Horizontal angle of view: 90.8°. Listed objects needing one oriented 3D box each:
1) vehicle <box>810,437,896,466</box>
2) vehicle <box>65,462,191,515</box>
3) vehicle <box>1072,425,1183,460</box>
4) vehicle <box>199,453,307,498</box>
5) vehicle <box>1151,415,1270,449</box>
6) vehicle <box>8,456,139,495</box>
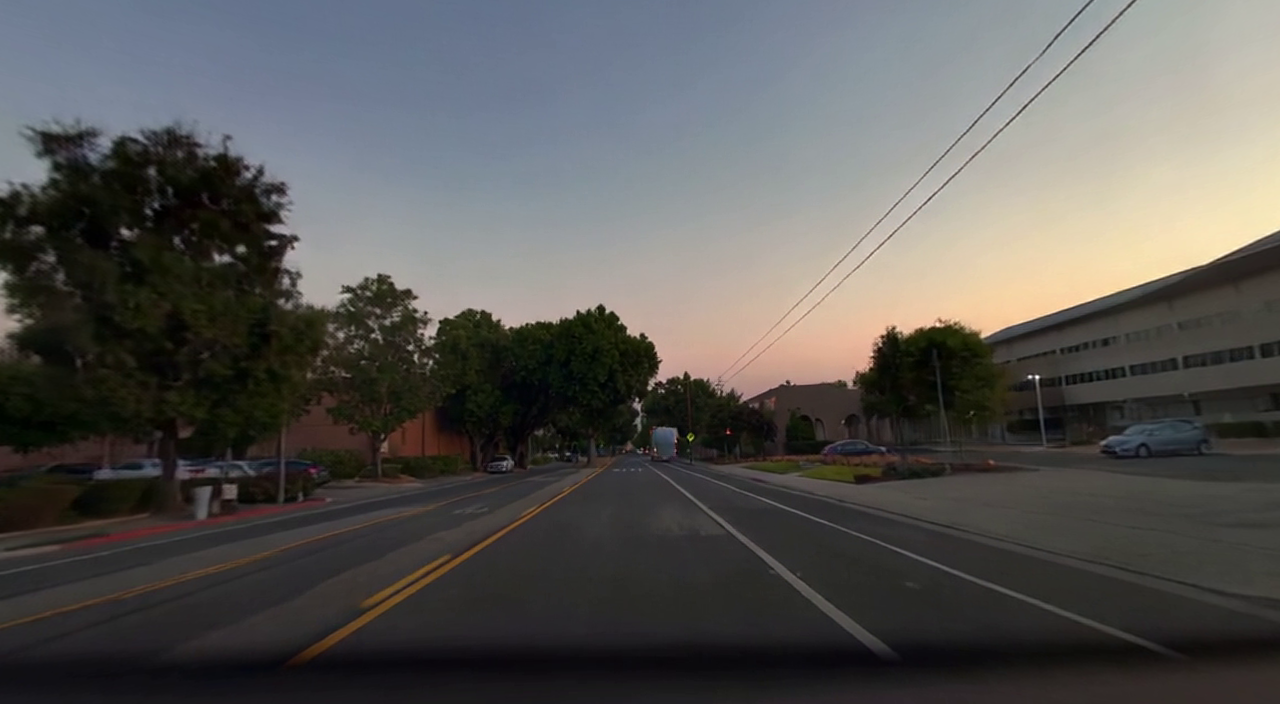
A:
[{"bbox_3d":[12.743,5.964,37.838,4.554,1.668,1.974,-5,-10,28],"label":"vehicle"},{"bbox_3d":[-17.356,4.524,21.369,4.708,1.472,1.994,-6,-11,35],"label":"vehicle"},{"bbox_3d":[22.298,4.149,28.875,4.750,1.505,1.928,4,-10,-25],"label":"vehicle"},{"bbox_3d":[-16.595,5.239,27.096,4.311,1.746,1.984,-5,-10,29],"label":"vehicle"},{"bbox_3d":[31.546,4.498,35.122,4.497,1.562,1.878,-9,-11,32],"label":"vehicle"},{"bbox_3d":[-27.722,6.028,31.136,4.417,1.747,1.954,5,-10,-33],"label":"vehicle"}]
